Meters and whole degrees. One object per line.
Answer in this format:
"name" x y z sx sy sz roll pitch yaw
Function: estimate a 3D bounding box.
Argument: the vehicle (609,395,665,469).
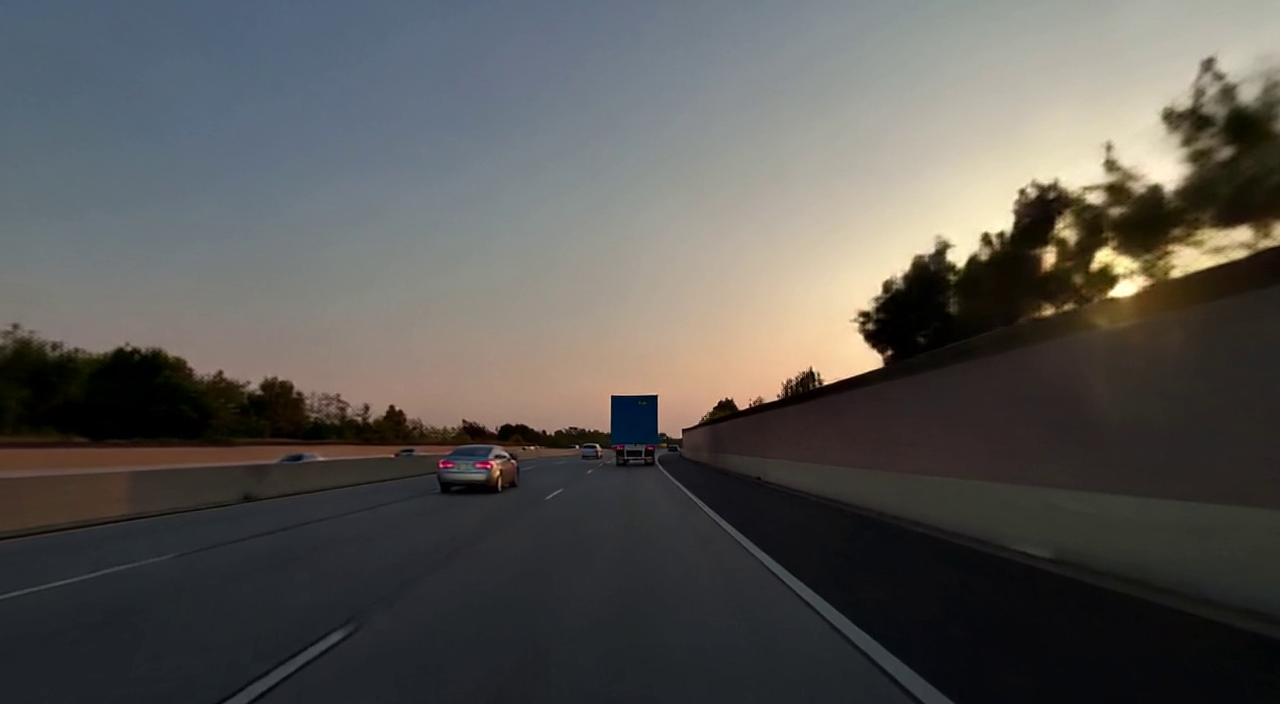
"vehicle" -0.212 5.289 40.249 3.123 4.094 10.812 0 -9 0

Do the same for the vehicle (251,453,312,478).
"vehicle" -25.018 7.906 43.911 1.793 1.566 4.127 0 -9 1

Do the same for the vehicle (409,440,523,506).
"vehicle" -4.366 3.088 16.374 1.895 1.500 3.808 0 -9 0
